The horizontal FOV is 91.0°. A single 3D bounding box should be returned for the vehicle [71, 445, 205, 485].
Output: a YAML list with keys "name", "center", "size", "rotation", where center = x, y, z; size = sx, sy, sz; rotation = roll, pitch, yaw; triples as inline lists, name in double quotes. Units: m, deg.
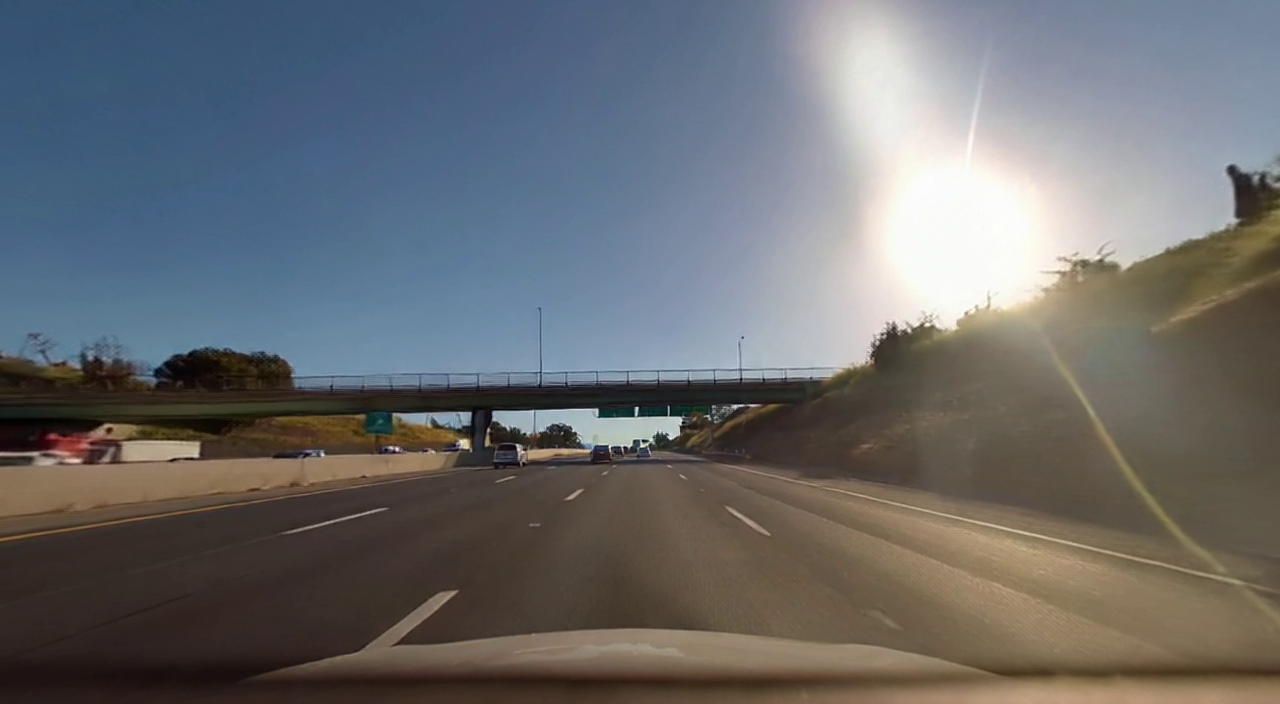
- name: "vehicle"
  center: [-26.454, 5.927, 33.569]
  size: [2.246, 1.917, 5.901]
  rotation: [0, -9, 0]

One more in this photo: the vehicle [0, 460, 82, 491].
- name: "vehicle"
  center: [-34.100, 6.826, 35.035]
  size: [1.833, 1.492, 4.588]
  rotation: [0, -9, -1]

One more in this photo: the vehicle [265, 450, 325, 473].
- name: "vehicle"
  center: [-26.878, 8.532, 49.256]
  size: [2.001, 1.610, 4.667]
  rotation: [0, -9, 1]

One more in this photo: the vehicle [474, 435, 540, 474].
- name: "vehicle"
  center: [-7.209, 5.633, 34.913]
  size: [2.341, 1.959, 5.684]
  rotation: [0, -9, 1]
